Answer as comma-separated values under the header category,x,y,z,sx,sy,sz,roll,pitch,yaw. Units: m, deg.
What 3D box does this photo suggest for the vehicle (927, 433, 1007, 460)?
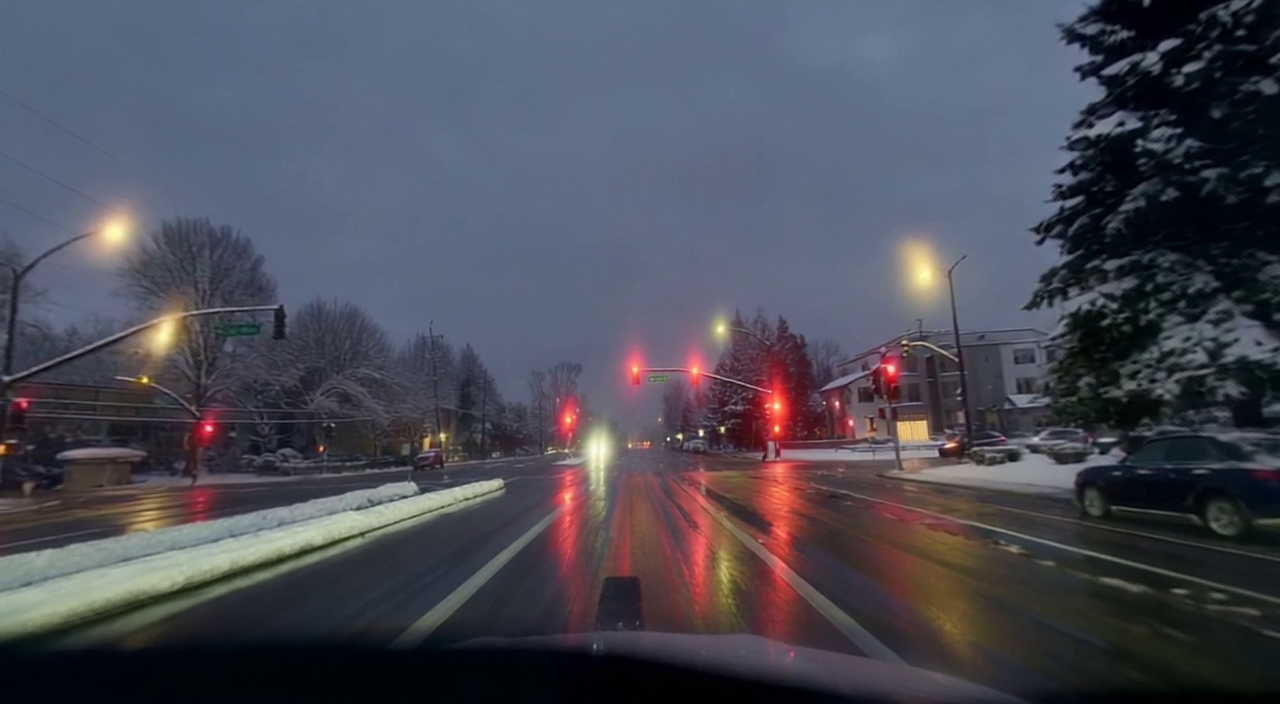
category,x,y,z,sx,sy,sz,roll,pitch,yaw
vehicle,22.009,6.355,42.557,4.323,1.746,1.872,0,-9,-3

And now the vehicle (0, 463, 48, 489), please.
category,x,y,z,sx,sy,sz,roll,pitch,yaw
vehicle,-48.888,9.612,49.080,1.805,1.823,3.876,0,-9,1

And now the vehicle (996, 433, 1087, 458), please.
category,x,y,z,sx,sy,sz,roll,pitch,yaw
vehicle,27.282,6.355,43.016,4.910,1.644,2.032,1,-9,-5

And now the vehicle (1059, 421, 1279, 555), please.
category,x,y,z,sx,sy,sz,roll,pitch,yaw
vehicle,8.162,1.774,8.739,1.943,1.485,3.984,0,-9,0
